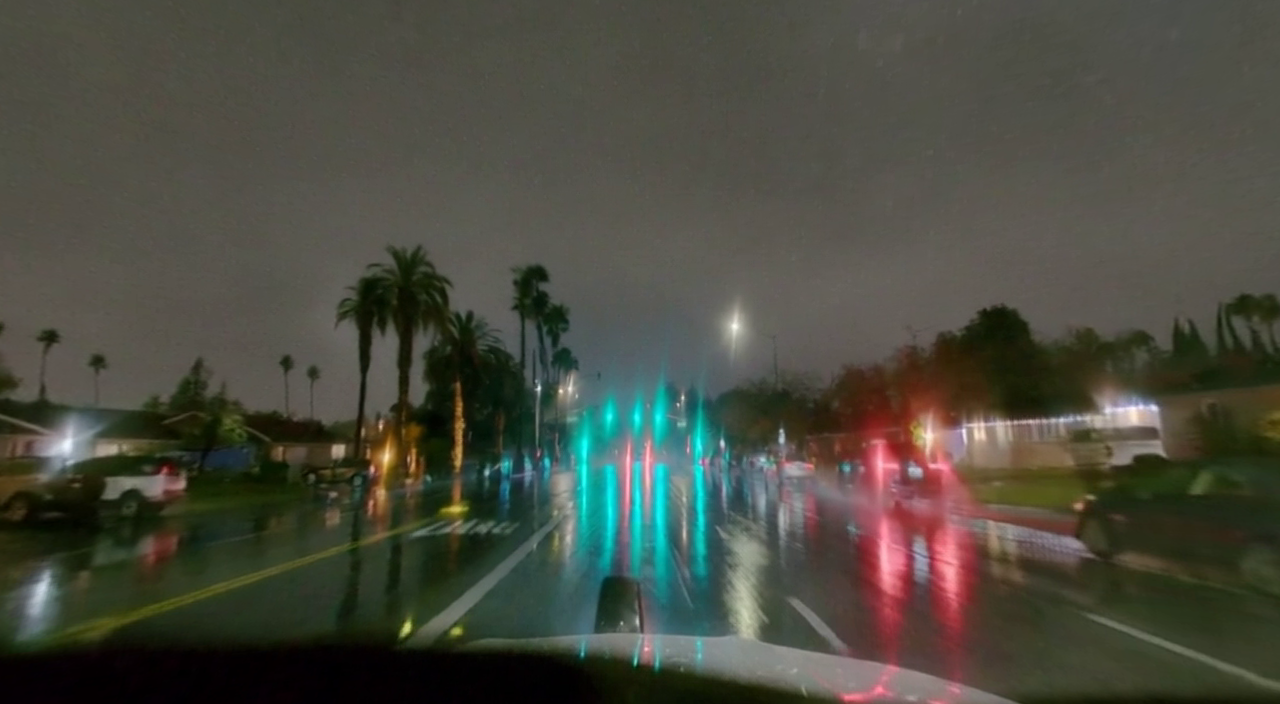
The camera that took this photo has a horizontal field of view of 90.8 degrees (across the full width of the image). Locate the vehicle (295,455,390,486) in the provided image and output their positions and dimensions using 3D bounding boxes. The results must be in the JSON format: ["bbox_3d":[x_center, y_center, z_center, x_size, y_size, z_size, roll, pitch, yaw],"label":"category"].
[{"bbox_3d":[-17.695,7.064,37.729,4.683,1.686,1.950,-1,-9,2],"label":"vehicle"}]

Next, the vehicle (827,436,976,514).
[{"bbox_3d":[7.017,3.342,17.766,2.035,1.822,5.449,-1,-9,2],"label":"vehicle"}]

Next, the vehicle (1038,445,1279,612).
[{"bbox_3d":[6.851,1.789,6.954,1.947,1.505,4.759,-1,-9,2],"label":"vehicle"}]

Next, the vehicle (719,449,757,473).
[{"bbox_3d":[7.359,8.261,47.908,2.024,1.687,4.477,0,-9,-1],"label":"vehicle"}]

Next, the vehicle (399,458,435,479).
[{"bbox_3d":[-17.125,8.943,48.699,1.847,1.507,4.632,1,-9,-11],"label":"vehicle"}]

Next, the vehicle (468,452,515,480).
[{"bbox_3d":[-11.501,8.841,49.184,2.157,1.969,5.725,-3,-10,1],"label":"vehicle"}]

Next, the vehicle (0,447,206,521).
[{"bbox_3d":[-16.756,4.035,19.994,2.185,1.993,5.054,-1,-9,4],"label":"vehicle"}]

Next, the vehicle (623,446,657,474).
[{"bbox_3d":[-0.052,7.521,44.321,2.248,1.833,4.798,0,-9,-1],"label":"vehicle"}]
